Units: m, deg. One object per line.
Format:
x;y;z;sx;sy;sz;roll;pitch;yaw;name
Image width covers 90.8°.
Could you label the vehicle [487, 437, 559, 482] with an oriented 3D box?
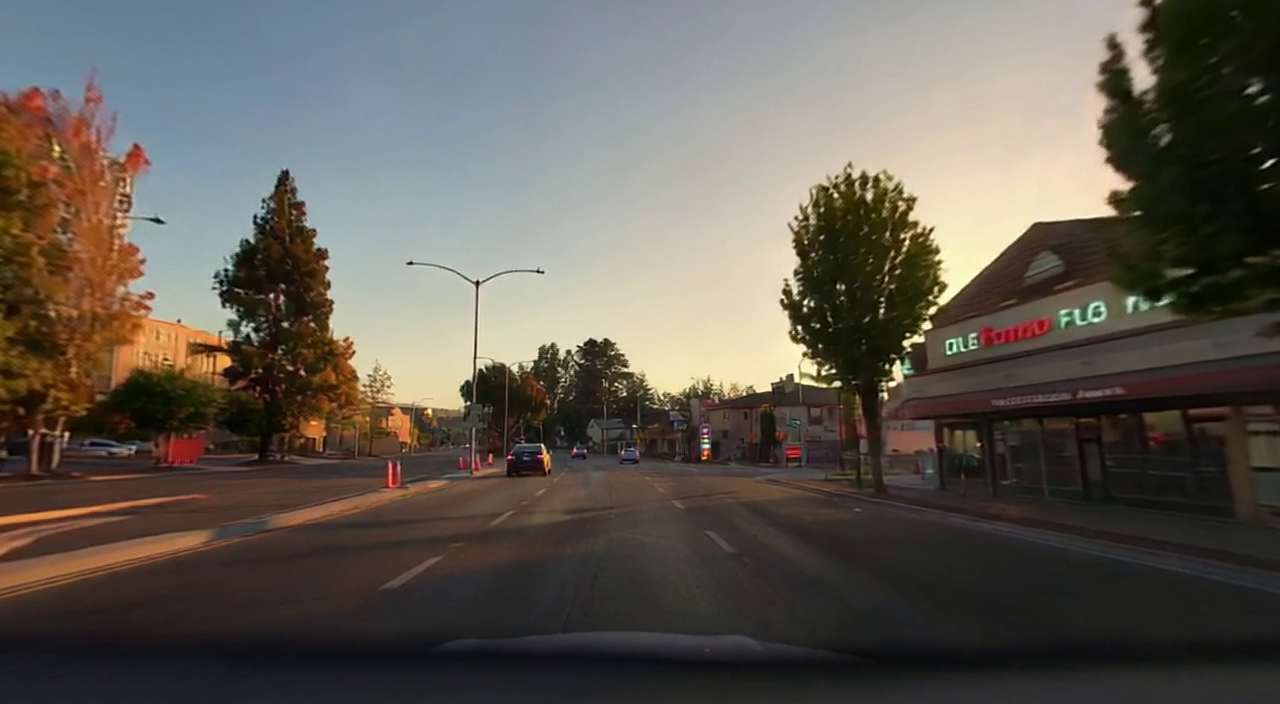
-4.747;4.440;26.341;2.381;1.721;4.186;0;-9;-3;vehicle
